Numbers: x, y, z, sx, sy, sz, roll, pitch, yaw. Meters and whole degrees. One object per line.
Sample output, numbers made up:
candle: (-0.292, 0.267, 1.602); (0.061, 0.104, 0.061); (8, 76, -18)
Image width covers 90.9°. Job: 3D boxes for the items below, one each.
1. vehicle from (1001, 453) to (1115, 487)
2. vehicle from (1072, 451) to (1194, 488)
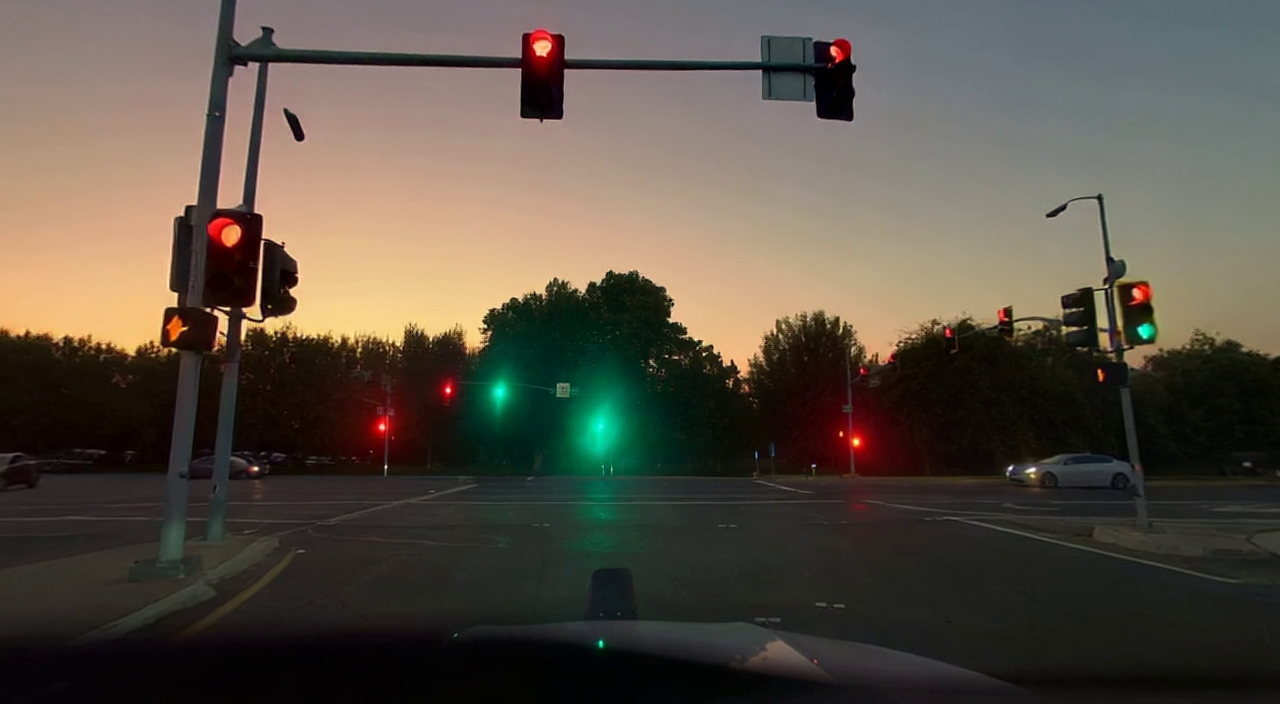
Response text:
vehicle: (21.493, 6.101, 32.507); (4.455, 1.647, 2.124); (1, -11, -7)
vehicle: (22.694, 5.437, 29.083); (3.998, 1.590, 1.936); (1, -12, -6)
